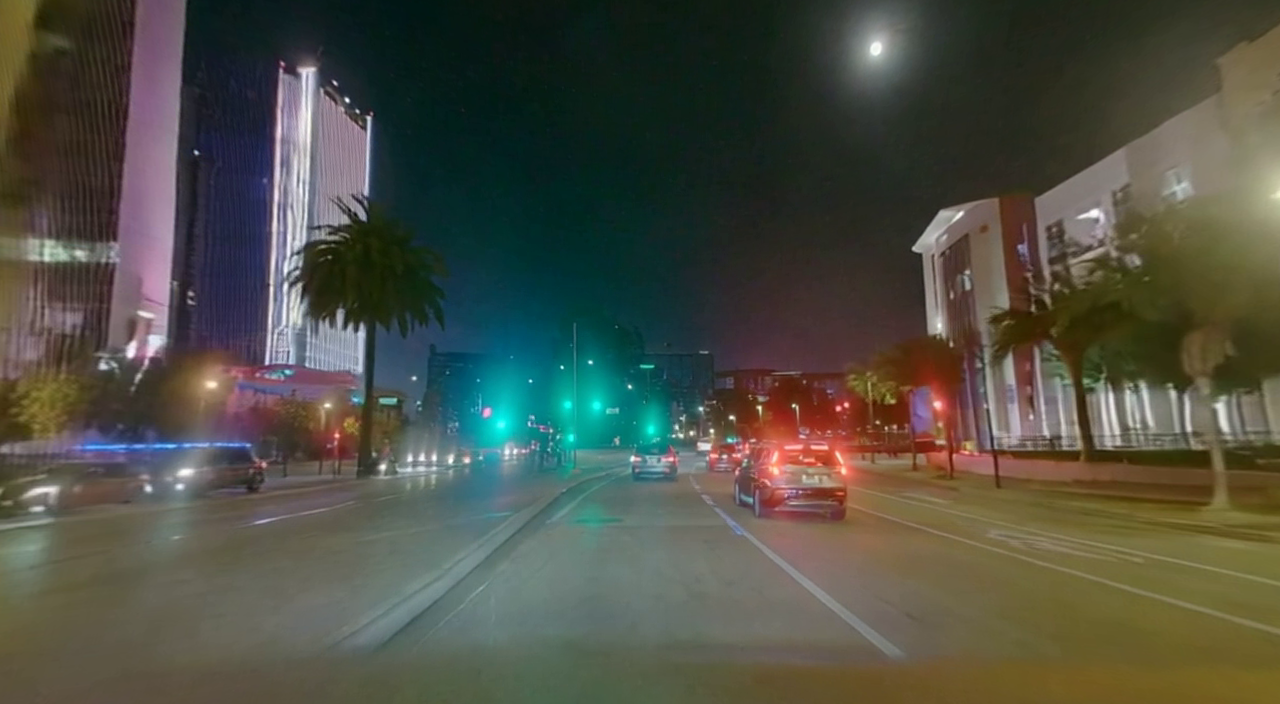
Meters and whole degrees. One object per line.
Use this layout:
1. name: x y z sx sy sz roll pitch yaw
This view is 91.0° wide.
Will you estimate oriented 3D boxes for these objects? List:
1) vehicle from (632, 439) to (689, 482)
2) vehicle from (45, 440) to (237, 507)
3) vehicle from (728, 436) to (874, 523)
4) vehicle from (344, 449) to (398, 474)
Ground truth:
1. vehicle: 0.884 4.225 24.693 2.077 1.518 3.760 -1 -9 4
2. vehicle: -15.699 3.802 20.300 2.048 1.830 5.136 0 -9 -1
3. vehicle: 3.186 2.625 13.645 2.051 1.509 4.933 0 -9 2
4. vehicle: -18.760 7.621 44.082 1.850 1.590 4.201 0 -9 1
